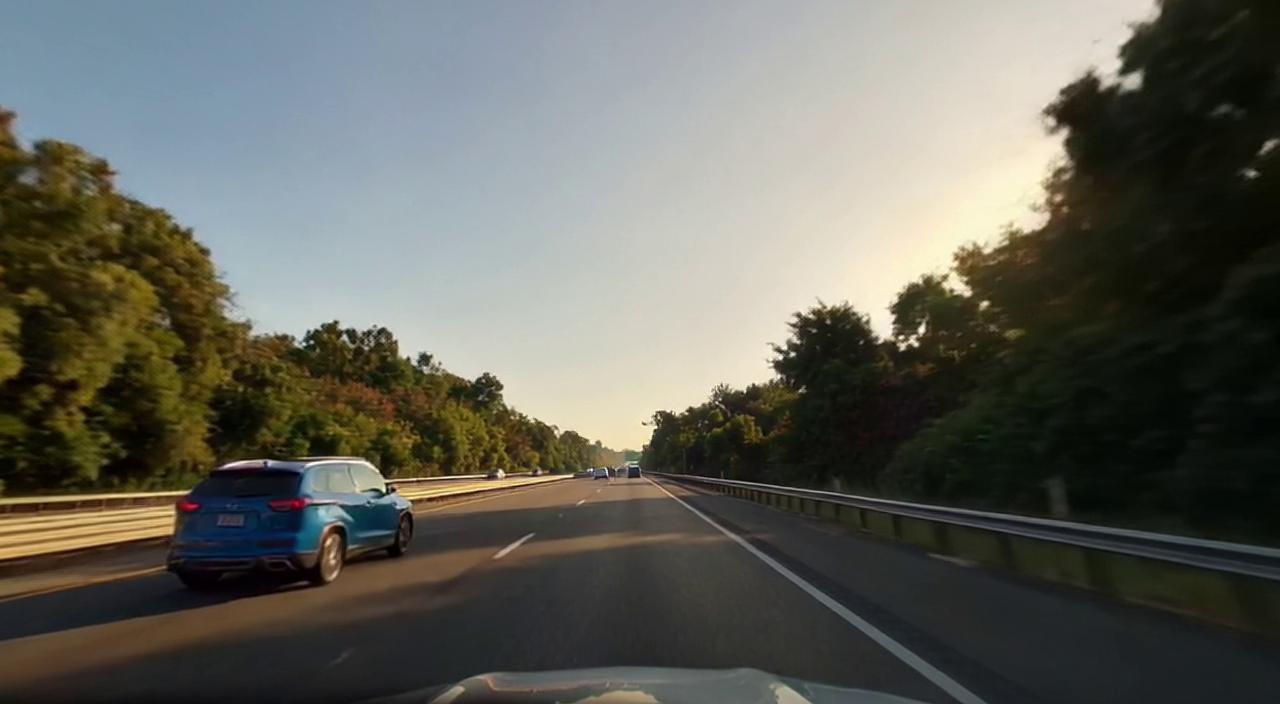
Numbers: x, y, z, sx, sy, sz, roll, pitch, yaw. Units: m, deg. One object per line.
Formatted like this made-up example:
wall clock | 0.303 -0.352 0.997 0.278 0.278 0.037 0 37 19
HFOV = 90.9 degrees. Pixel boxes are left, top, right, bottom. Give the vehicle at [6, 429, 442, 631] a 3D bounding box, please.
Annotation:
vehicle | -3.892 1.765 7.000 2.017 1.516 4.041 1 -11 0
